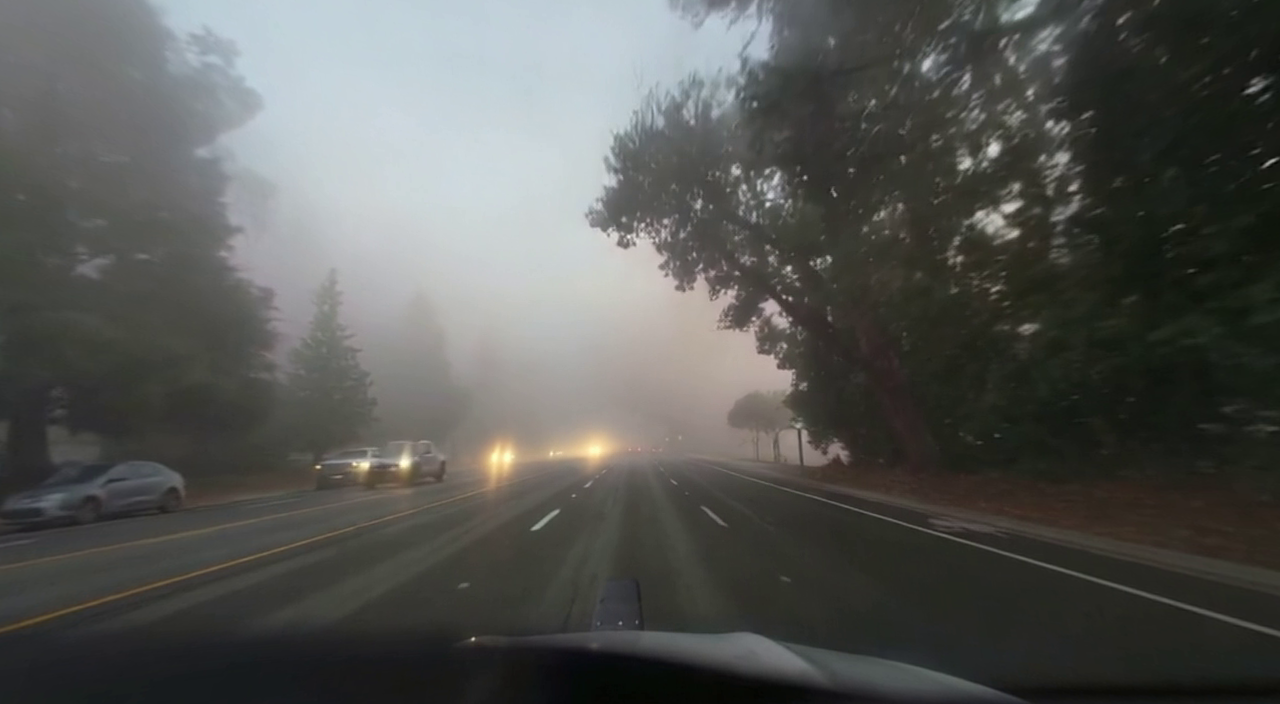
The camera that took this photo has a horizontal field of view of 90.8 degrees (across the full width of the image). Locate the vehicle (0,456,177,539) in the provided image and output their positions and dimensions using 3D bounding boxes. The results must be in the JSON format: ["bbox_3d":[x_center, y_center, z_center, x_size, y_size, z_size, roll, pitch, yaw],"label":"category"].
[{"bbox_3d":[-14.491,3.644,16.301,2.054,1.630,4.211,-4,-7,-3],"label":"vehicle"}]

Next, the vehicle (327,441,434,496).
[{"bbox_3d":[-9.958,4.491,24.810,2.110,1.811,5.190,-2,-9,-1],"label":"vehicle"}]
